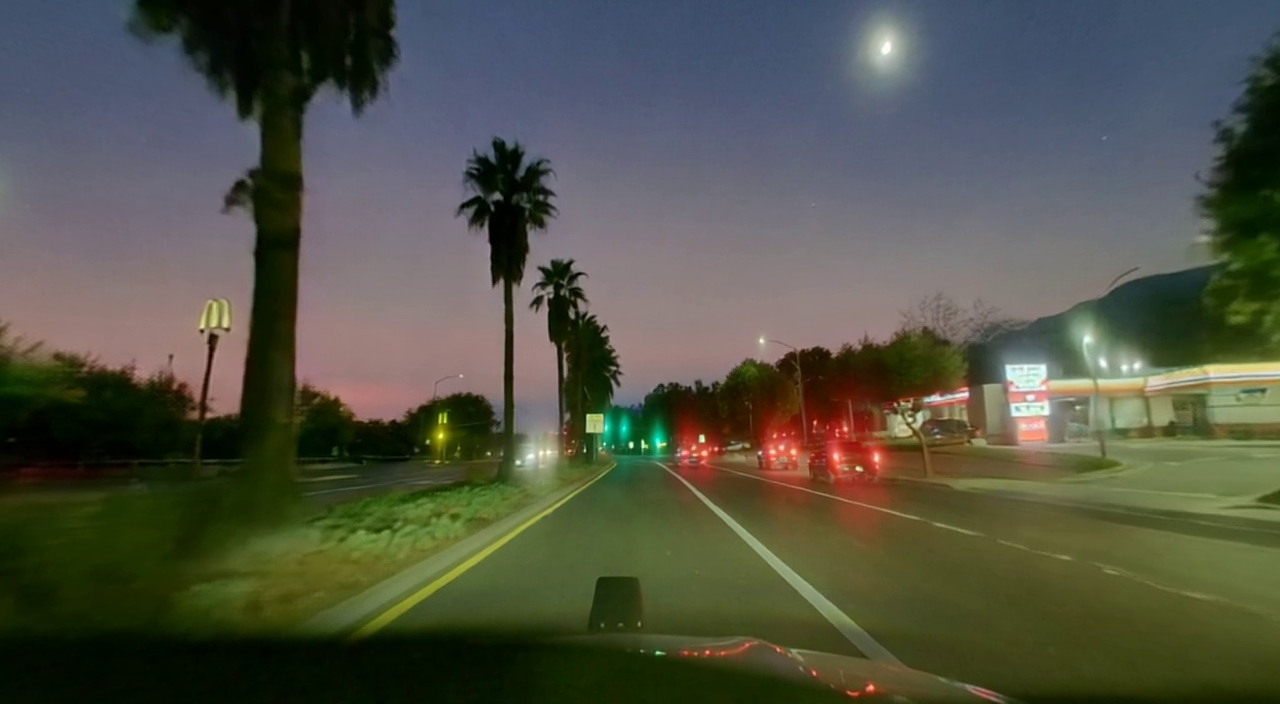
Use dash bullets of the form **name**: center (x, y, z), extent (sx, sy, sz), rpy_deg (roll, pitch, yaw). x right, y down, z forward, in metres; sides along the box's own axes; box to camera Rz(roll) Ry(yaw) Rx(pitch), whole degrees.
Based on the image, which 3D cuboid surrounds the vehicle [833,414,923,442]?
- **vehicle**: center (17.864, 5.748, 47.572), extent (5.817, 1.906, 2.230), rpy_deg (-1, -10, 0)

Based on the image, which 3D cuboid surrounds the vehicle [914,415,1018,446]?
- **vehicle**: center (18.678, 4.537, 36.305), extent (4.649, 1.662, 2.349), rpy_deg (0, -8, 1)
